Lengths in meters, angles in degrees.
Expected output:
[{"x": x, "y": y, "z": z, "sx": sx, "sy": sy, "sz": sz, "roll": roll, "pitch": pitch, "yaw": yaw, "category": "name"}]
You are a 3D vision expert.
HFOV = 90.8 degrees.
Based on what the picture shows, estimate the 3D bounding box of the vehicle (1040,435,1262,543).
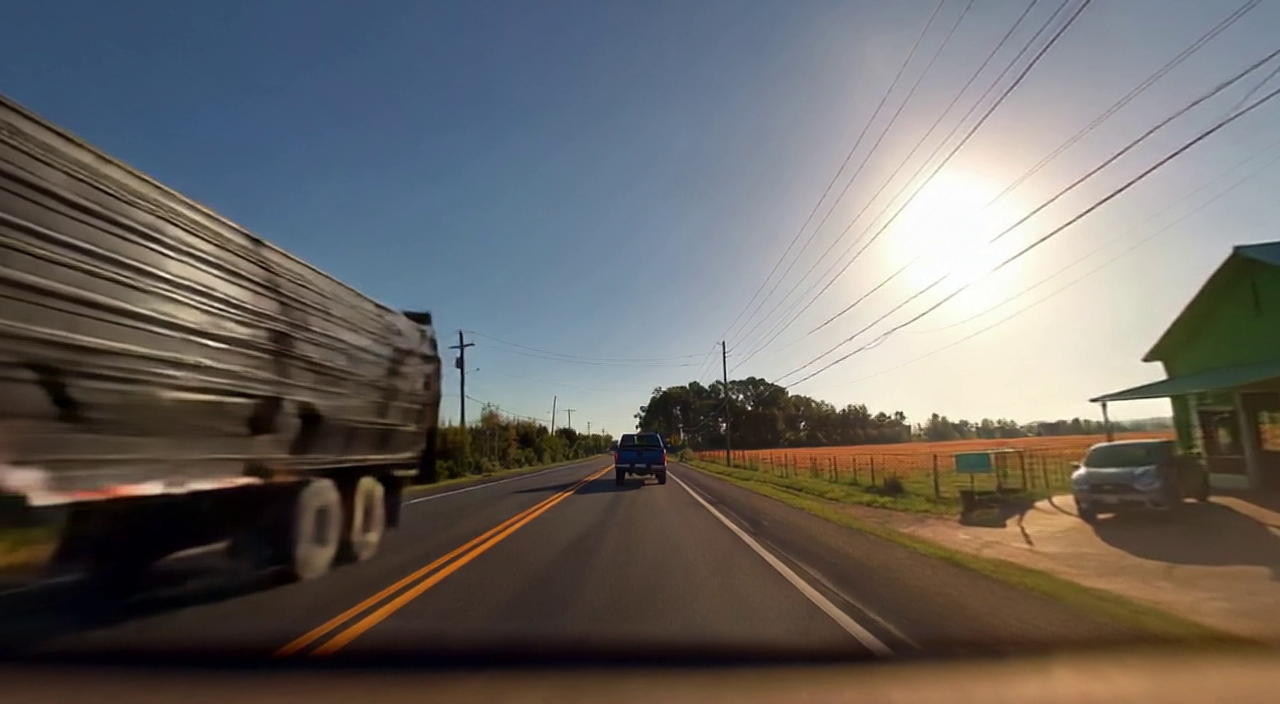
[{"x": 10.671, "y": 2.642, "z": 13.044, "sx": 5.304, "sy": 1.754, "sz": 2.340, "roll": 7, "pitch": -11, "yaw": -38, "category": "vehicle"}]

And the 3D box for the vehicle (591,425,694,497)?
[{"x": 0.035, "y": 3.686, "z": 21.848, "sx": 2.921, "sy": 2.031, "sz": 7.416, "roll": 0, "pitch": -8, "yaw": -1, "category": "vehicle"}]

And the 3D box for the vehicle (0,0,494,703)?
[{"x": -4.734, "y": 0.258, "z": 6.021, "sx": 2.882, "sy": 4.189, "sz": 15.975, "roll": 0, "pitch": -8, "yaw": 0, "category": "vehicle"}]
